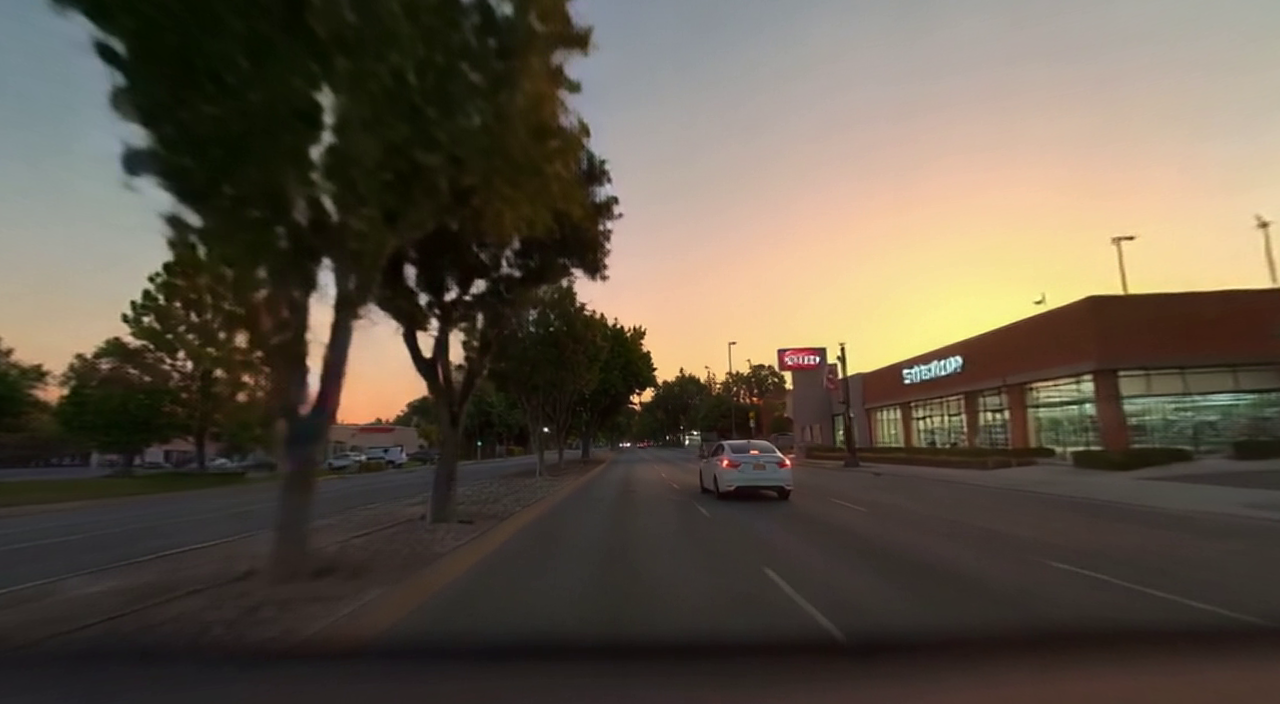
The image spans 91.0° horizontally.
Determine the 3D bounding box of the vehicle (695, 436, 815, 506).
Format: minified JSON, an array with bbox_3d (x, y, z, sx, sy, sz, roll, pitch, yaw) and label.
[{"bbox_3d":[2.637,2.867,15.644,2.015,1.479,4.444,0,-9,-2],"label":"vehicle"}]
